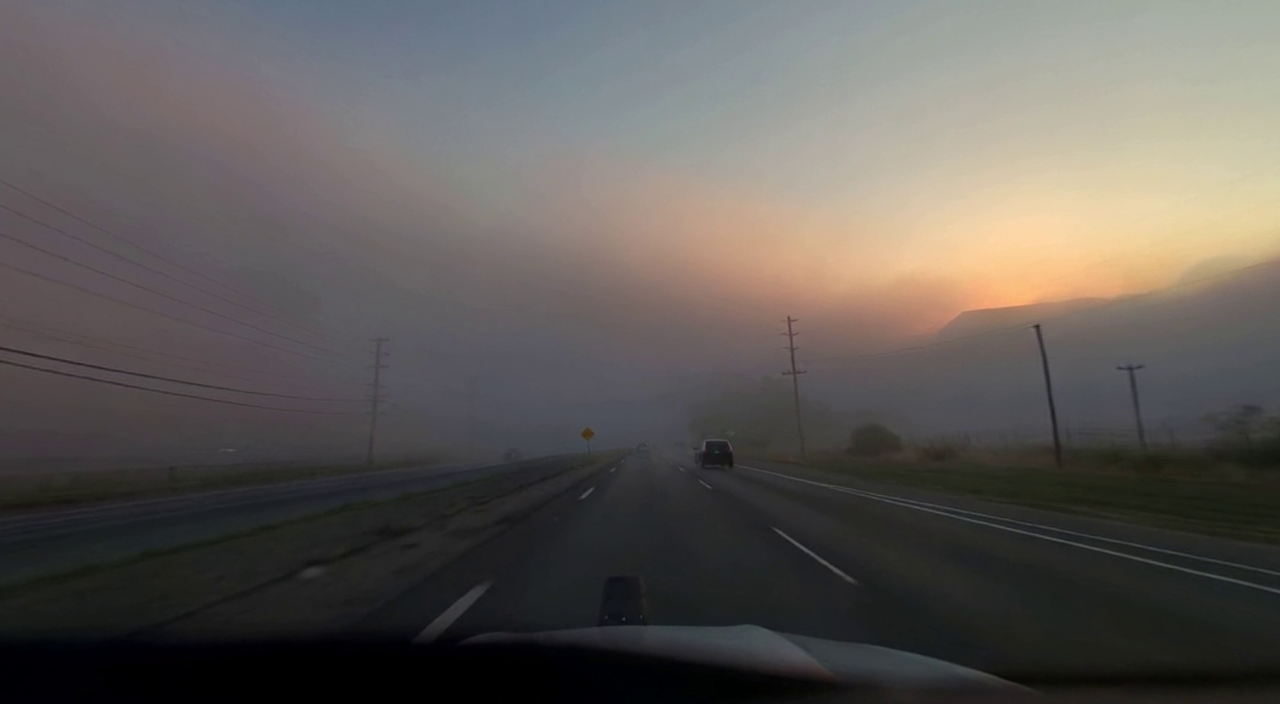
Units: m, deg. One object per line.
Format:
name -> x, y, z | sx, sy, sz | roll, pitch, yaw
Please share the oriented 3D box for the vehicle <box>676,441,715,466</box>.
vehicle -> 3.561, 6.591, 41.302 | 2.148, 1.538, 4.430 | 0, -8, 0
